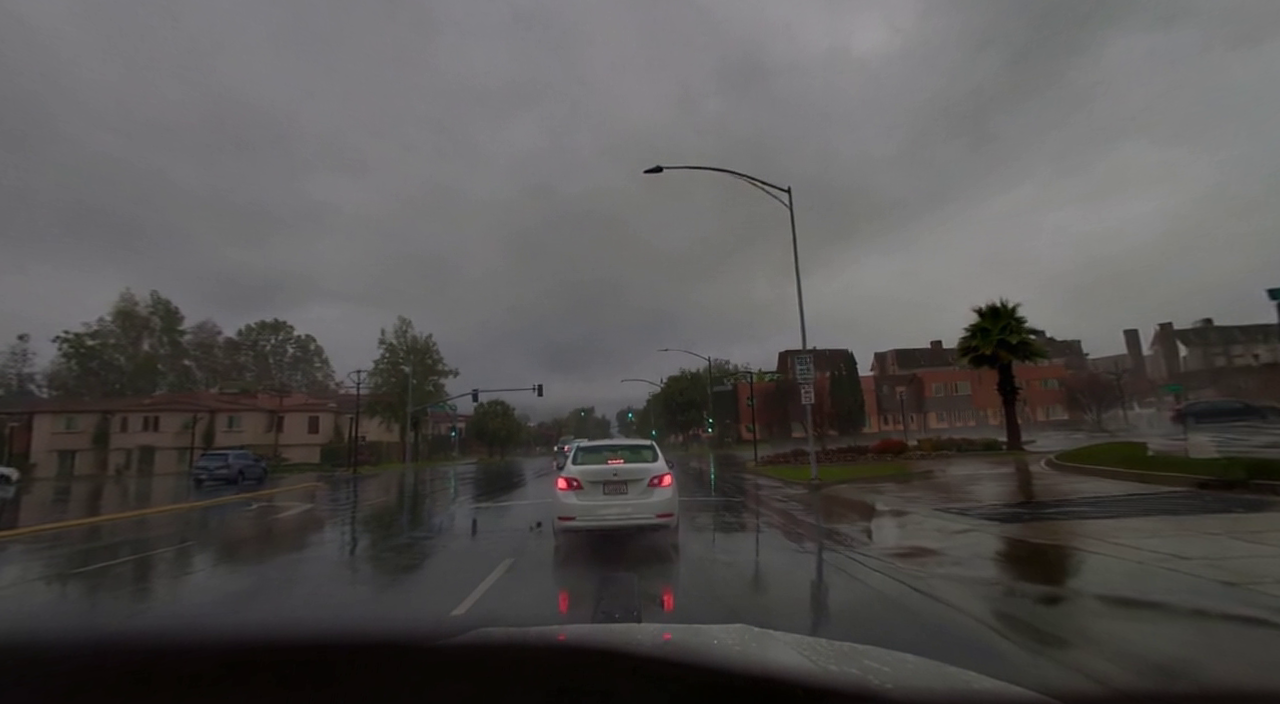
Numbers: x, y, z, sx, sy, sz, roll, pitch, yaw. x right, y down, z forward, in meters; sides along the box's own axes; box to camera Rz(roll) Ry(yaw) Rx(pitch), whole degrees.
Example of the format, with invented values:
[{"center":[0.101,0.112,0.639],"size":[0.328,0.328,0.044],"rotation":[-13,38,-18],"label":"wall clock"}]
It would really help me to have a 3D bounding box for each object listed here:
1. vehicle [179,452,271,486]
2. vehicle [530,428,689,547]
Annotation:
[{"center":[-23.188,6.511,35.564],"size":[1.990,1.752,4.673],"rotation":[0,-9,-1],"label":"vehicle"},{"center":[-0.427,2.060,10.191],"size":[2.060,1.526,3.859],"rotation":[0,-9,-1],"label":"vehicle"}]
